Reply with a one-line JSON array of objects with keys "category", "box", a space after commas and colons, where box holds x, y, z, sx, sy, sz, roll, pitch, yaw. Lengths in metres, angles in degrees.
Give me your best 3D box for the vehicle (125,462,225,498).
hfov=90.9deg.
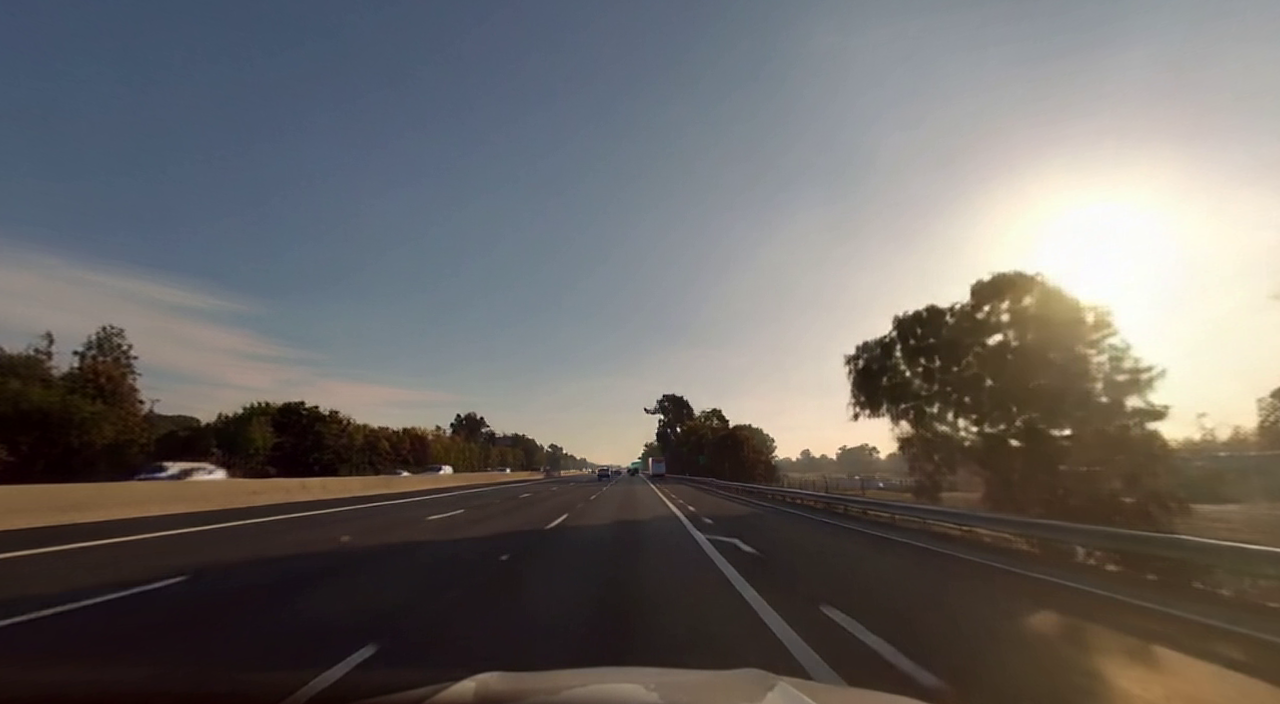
[{"category": "vehicle", "box": [-26.878, 7.390, 36.673, 2.090, 1.903, 4.812, 1, -10, -1]}]
